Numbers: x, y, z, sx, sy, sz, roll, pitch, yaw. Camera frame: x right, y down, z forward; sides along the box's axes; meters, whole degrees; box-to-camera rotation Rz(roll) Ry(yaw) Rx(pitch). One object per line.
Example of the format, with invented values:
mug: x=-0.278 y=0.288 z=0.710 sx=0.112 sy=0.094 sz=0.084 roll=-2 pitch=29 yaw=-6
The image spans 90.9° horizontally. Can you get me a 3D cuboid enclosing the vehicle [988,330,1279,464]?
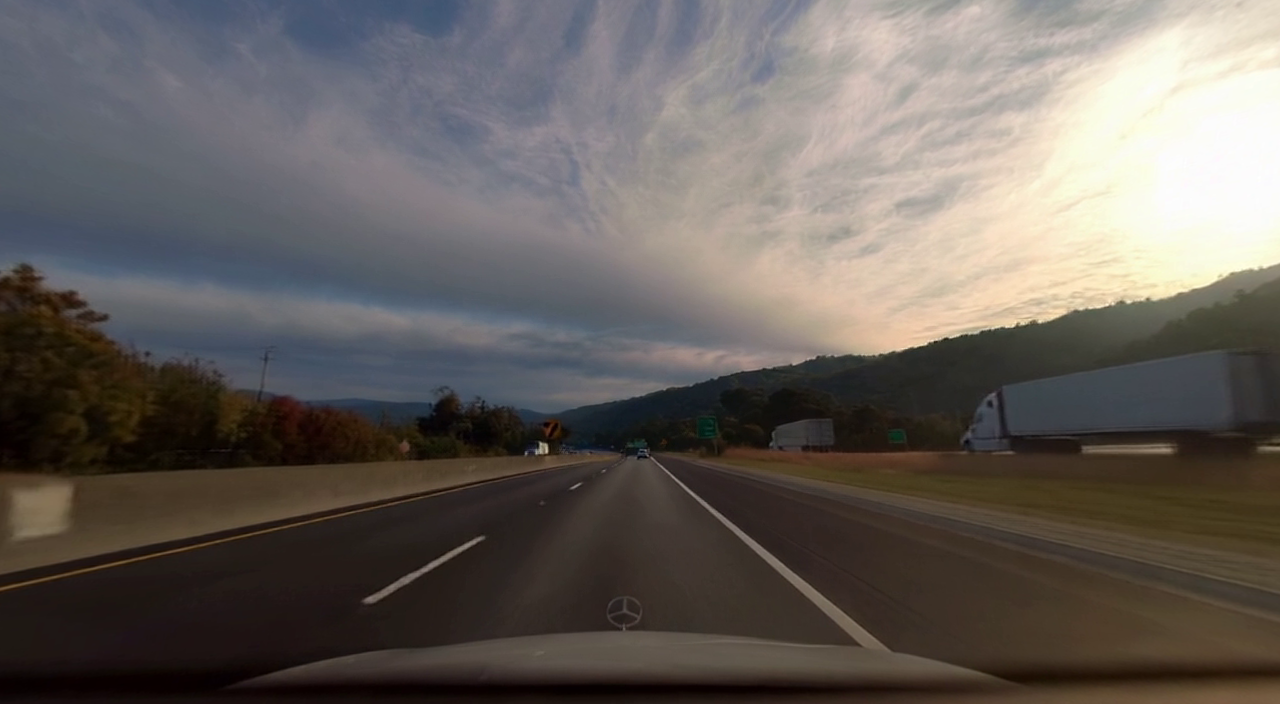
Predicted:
vehicle: x=20.535 y=2.605 z=26.718 sx=2.861 sy=4.047 sz=15.002 roll=-3 pitch=-10 yaw=0
